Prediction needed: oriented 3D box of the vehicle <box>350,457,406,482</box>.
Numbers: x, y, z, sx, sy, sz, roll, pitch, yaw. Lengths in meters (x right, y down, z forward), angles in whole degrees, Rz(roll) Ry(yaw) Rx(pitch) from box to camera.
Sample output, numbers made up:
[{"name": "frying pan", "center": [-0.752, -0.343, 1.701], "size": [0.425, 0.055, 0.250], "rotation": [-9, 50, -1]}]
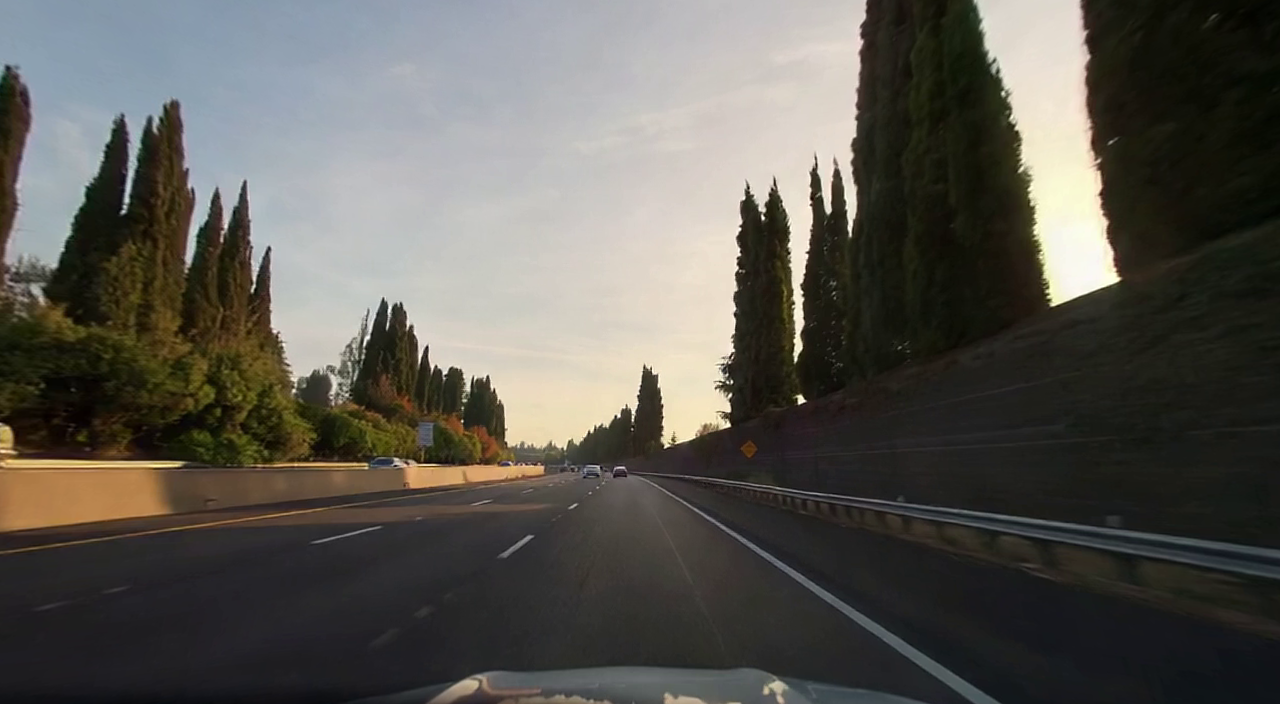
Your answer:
[{"name": "vehicle", "center": [-17.280, 7.781, 41.744], "size": [1.896, 1.527, 4.385], "rotation": [1, -10, -1]}]
